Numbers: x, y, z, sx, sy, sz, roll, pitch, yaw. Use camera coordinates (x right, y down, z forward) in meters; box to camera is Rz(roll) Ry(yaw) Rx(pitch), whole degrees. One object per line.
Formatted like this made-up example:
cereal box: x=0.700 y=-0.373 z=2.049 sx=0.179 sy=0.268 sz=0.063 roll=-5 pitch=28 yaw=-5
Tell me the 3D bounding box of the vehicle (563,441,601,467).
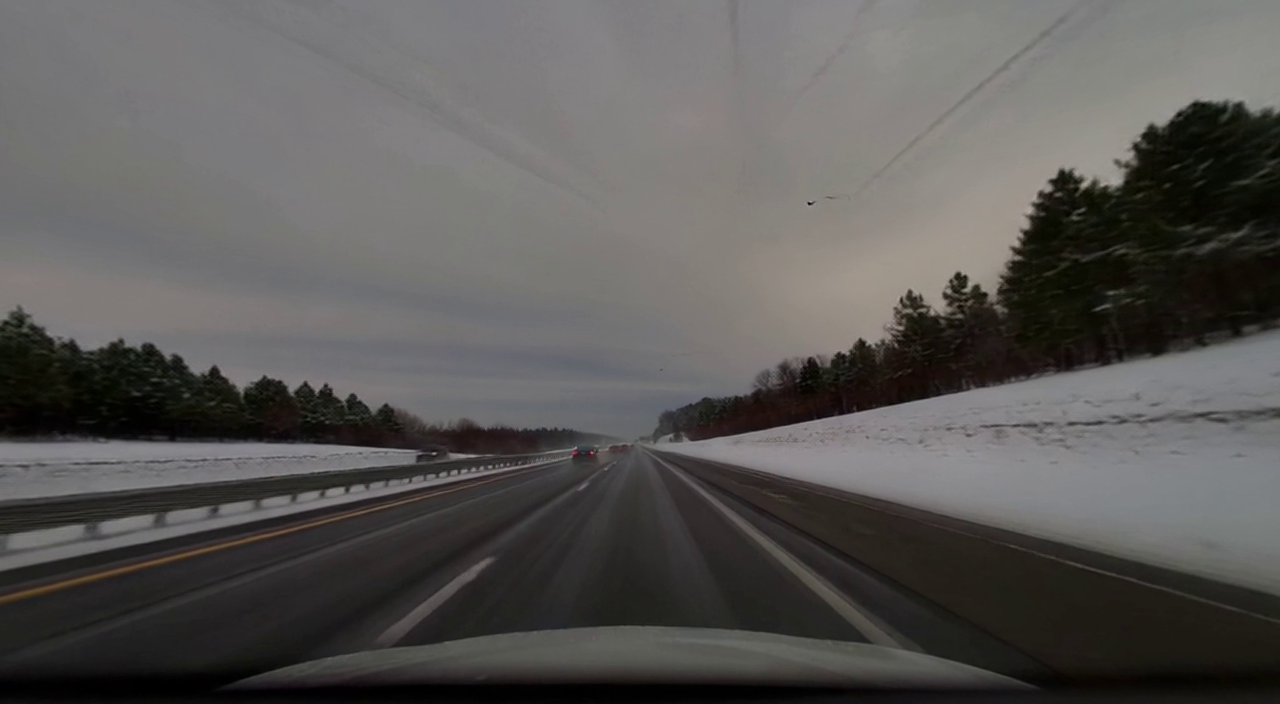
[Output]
vehicle: x=-3.994 y=7.095 z=44.064 sx=2.132 sy=1.701 sz=4.303 roll=0 pitch=-9 yaw=1
